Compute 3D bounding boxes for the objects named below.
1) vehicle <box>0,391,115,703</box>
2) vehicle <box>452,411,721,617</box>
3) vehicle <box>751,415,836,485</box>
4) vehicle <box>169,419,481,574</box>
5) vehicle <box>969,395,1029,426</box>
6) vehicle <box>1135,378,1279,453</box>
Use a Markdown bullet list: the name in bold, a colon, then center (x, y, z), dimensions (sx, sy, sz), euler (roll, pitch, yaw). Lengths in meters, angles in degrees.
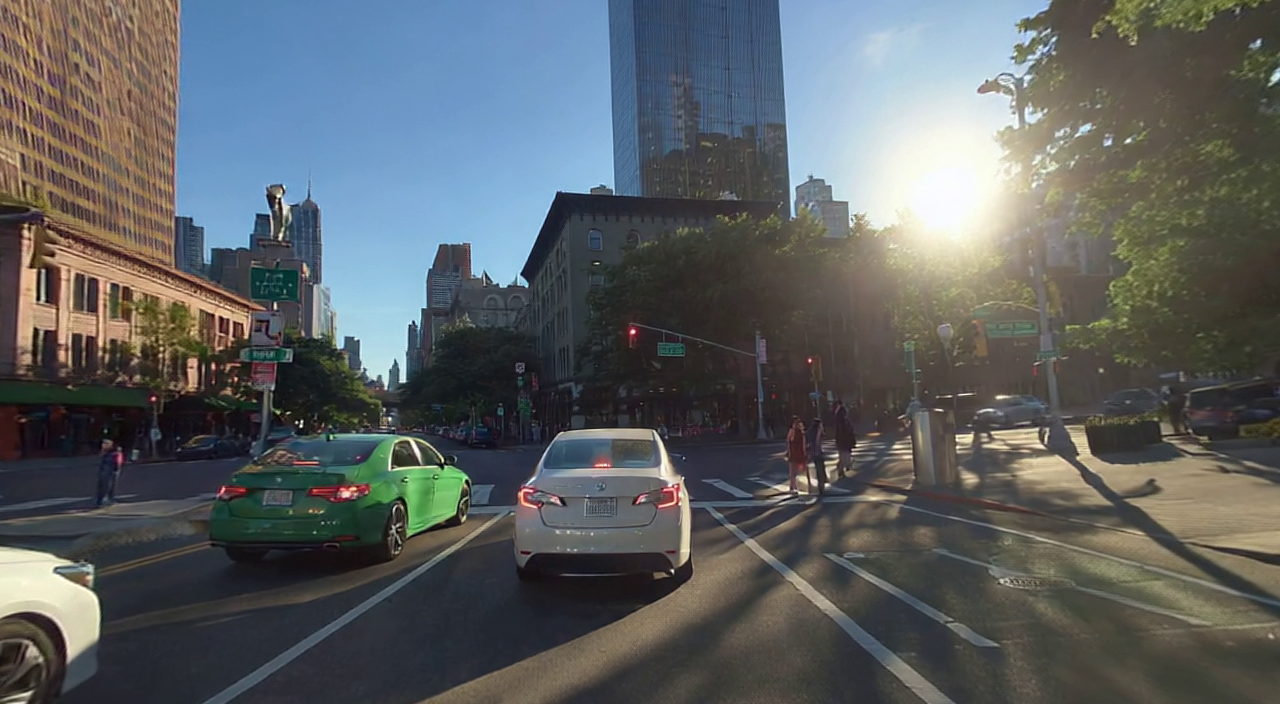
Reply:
- **vehicle**: center (-3.908, 0.705, 1.194), dimensions (1.995, 1.524, 4.438), euler (0, -8, 0)
- **vehicle**: center (-0.417, 1.499, 6.729), dimensions (1.999, 1.520, 3.896), euler (0, -8, -1)
- **vehicle**: center (4.295, 2.713, 17.588), dimensions (1.958, 1.667, 4.392), euler (-2, -9, 14)
- **vehicle**: center (-3.683, 1.760, 8.481), dimensions (1.934, 1.522, 4.287), euler (0, -8, 1)
- **vehicle**: center (23.091, 3.823, 40.550), dimensions (4.657, 1.769, 1.979), euler (7, -11, -43)
- **vehicle**: center (21.625, 2.364, 22.873), dimensions (5.863, 2.493, 2.354), euler (2, -9, -12)
